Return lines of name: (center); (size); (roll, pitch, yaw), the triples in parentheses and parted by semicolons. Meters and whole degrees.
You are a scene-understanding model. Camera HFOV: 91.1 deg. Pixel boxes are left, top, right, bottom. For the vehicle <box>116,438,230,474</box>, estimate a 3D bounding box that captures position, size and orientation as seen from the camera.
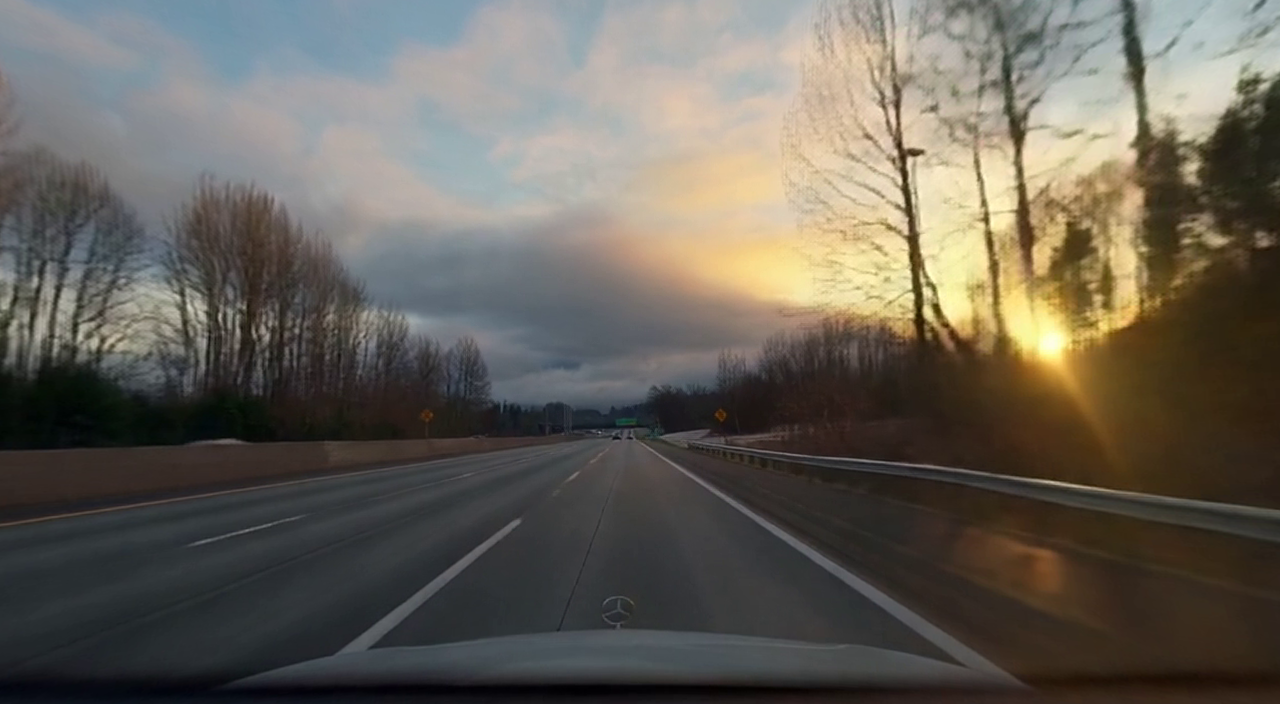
vehicle: (-21.395, 4.742, 29.088); (1.830, 1.520, 4.609); (0, -8, -1)
